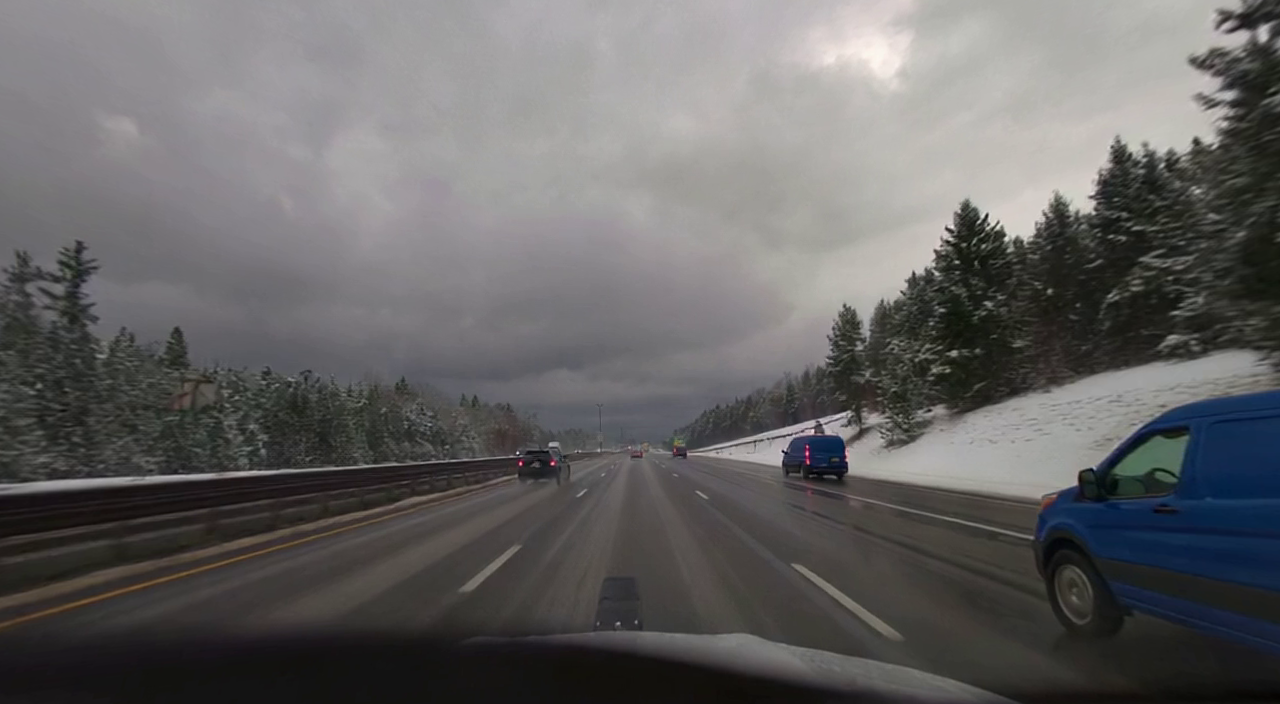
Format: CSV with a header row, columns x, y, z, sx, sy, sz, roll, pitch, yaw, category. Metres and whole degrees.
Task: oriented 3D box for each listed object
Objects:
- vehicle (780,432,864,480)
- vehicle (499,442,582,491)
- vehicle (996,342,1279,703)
x,y,z,sx,sy,sz,roll,pitch,yaw,category
7.959,4.619,28.078,2.133,1.933,4.986,0,-9,-1,vehicle
-3.397,3.997,22.365,2.160,1.530,4.500,-1,-9,1,vehicle
3.810,0.770,2.476,2.169,1.685,4.417,0,-9,0,vehicle
